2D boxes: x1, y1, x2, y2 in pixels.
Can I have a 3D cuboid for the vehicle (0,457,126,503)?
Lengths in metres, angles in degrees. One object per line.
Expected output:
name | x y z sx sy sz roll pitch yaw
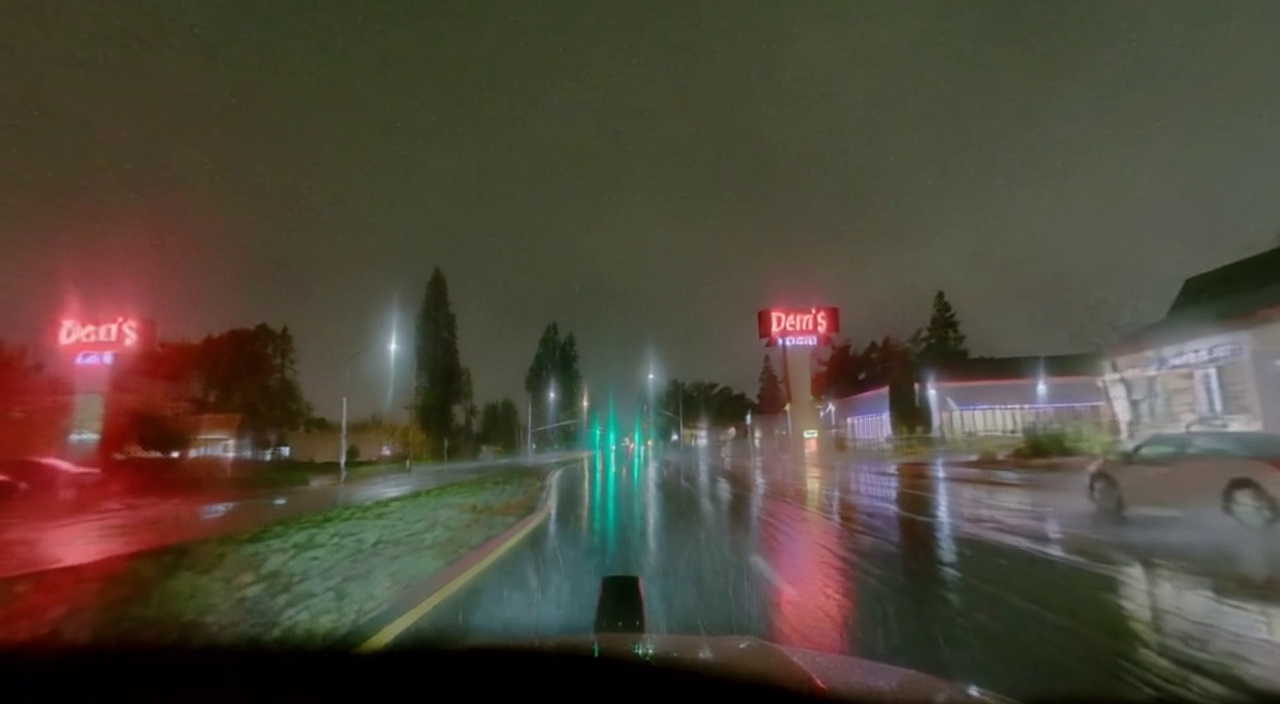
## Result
vehicle | -30.266 6.441 32.414 2.326 1.944 6.466 1 -8 0

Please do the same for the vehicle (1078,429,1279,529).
vehicle | 10.329 2.110 10.960 2.034 1.437 4.728 0 -9 -1
